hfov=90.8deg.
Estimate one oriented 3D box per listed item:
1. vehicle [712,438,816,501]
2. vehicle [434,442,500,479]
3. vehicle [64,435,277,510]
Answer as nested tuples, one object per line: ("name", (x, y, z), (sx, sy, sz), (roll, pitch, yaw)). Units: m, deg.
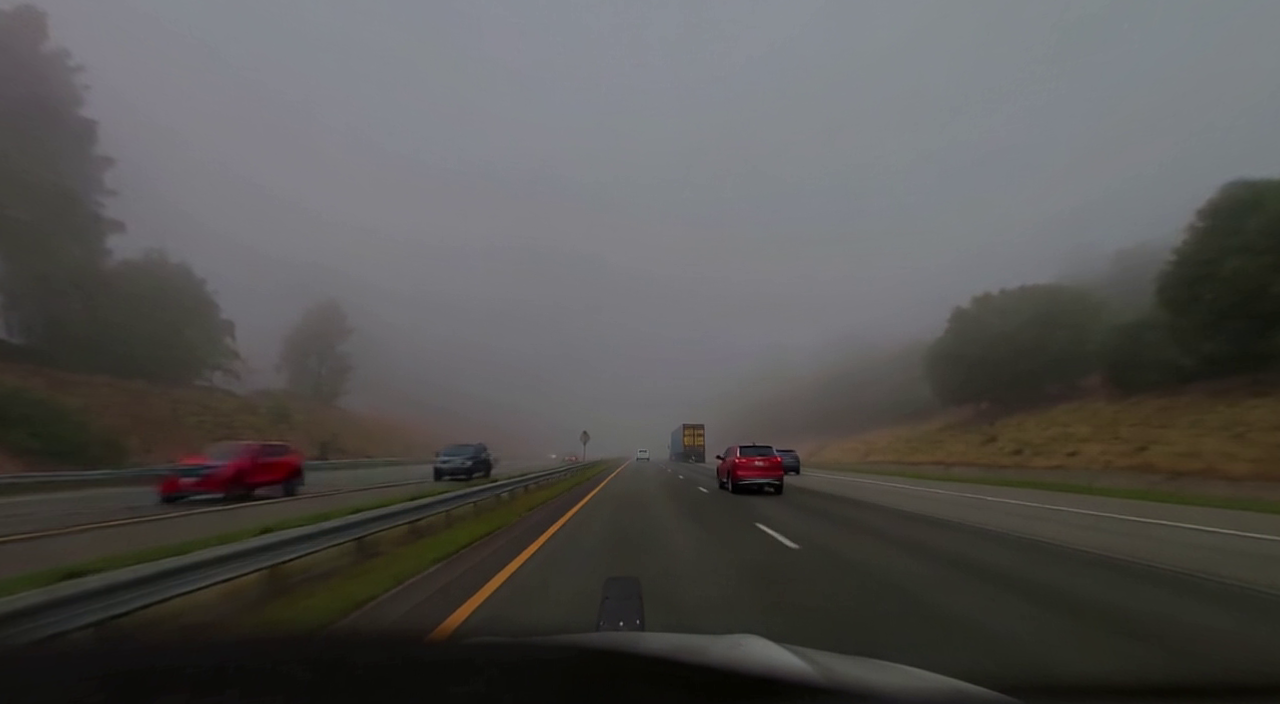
("vehicle", (3.582, 3.495, 19.184), (2.130, 1.658, 4.537), (0, -9, -2))
("vehicle", (-8.010, 5.052, 29.653), (1.920, 1.606, 4.329), (0, -8, -1))
("vehicle", (-11.610, 2.990, 16.125), (1.961, 1.615, 4.473), (0, -9, 0))
